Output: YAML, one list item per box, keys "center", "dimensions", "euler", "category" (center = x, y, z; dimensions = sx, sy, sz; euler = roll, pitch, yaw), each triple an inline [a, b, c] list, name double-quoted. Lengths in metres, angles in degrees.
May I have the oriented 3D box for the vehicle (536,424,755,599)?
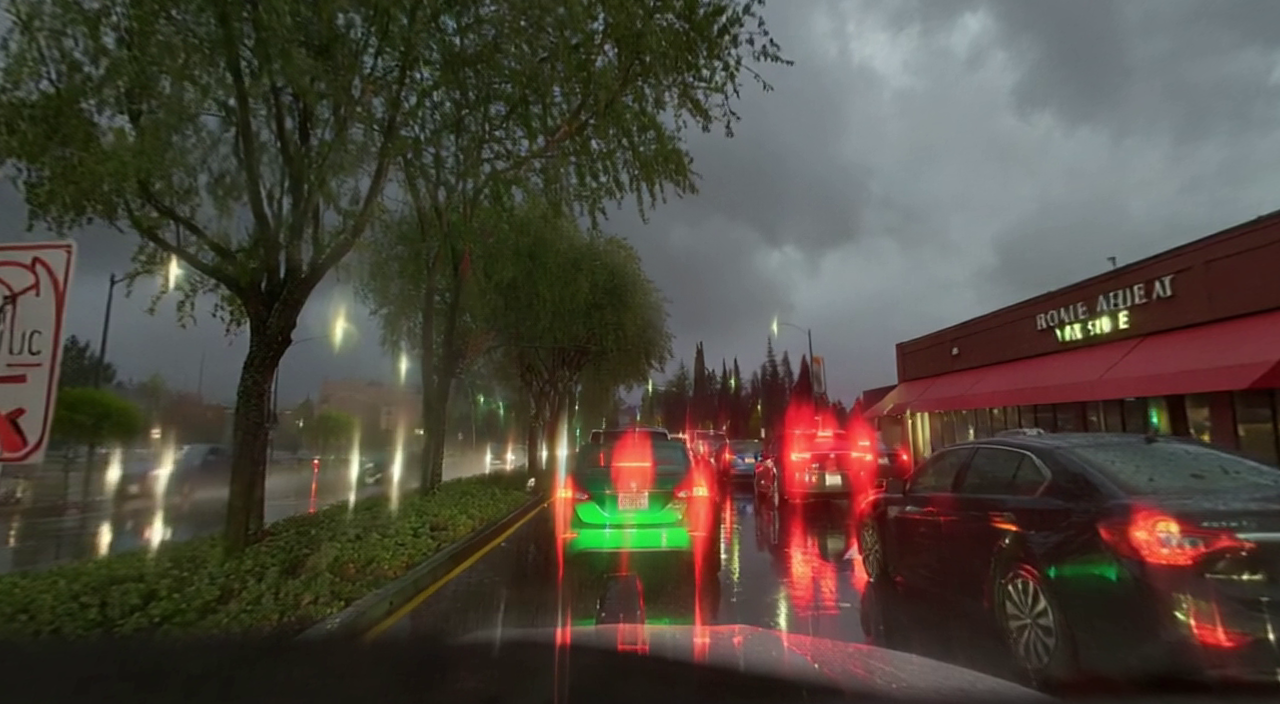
- center: [0.035, 1.650, 7.299]
  dimensions: [1.887, 1.487, 3.535]
  euler: [0, -9, 0]
  category: "vehicle"

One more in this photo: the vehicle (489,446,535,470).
- center: [-8.461, 7.064, 42.229]
  dimensions: [2.169, 1.477, 4.168]
  euler: [0, -9, 0]
  category: "vehicle"

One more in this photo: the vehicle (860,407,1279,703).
- center: [3.308, 1.256, 4.468]
  dimensions: [1.988, 1.480, 4.195]
  euler: [0, -9, 0]
  category: "vehicle"

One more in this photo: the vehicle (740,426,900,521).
- center: [3.534, 2.477, 13.403]
  dimensions: [2.025, 1.660, 4.263]
  euler: [0, -9, -1]
  category: "vehicle"

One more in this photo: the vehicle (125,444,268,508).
- center: [-13.973, 3.866, 20.281]
  dimensions: [2.072, 1.773, 4.329]
  euler: [1, -9, -11]
  category: "vehicle"

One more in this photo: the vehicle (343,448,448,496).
- center: [-8.170, 4.019, 21.583]
  dimensions: [1.850, 1.417, 4.321]
  euler: [0, -9, 0]
  category: "vehicle"
